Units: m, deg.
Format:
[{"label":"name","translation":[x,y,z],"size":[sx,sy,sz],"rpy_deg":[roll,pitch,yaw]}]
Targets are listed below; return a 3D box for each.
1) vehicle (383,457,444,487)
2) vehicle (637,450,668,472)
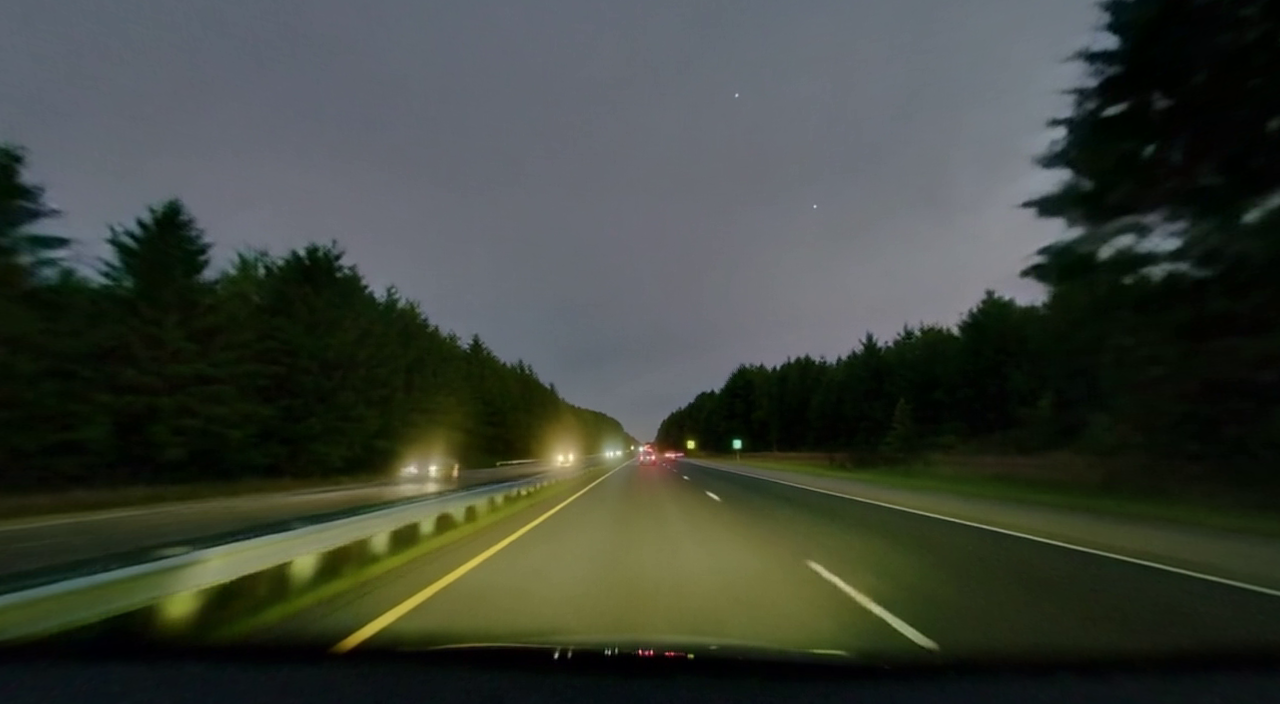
[{"label":"vehicle","translation":[-12.460,6.612,34.972],"size":[1.847,1.472,4.038],"rpy_deg":[0,-9,1]},{"label":"vehicle","translation":[0.891,8.014,46.388],"size":[2.162,1.492,3.975],"rpy_deg":[0,-9,0]}]
